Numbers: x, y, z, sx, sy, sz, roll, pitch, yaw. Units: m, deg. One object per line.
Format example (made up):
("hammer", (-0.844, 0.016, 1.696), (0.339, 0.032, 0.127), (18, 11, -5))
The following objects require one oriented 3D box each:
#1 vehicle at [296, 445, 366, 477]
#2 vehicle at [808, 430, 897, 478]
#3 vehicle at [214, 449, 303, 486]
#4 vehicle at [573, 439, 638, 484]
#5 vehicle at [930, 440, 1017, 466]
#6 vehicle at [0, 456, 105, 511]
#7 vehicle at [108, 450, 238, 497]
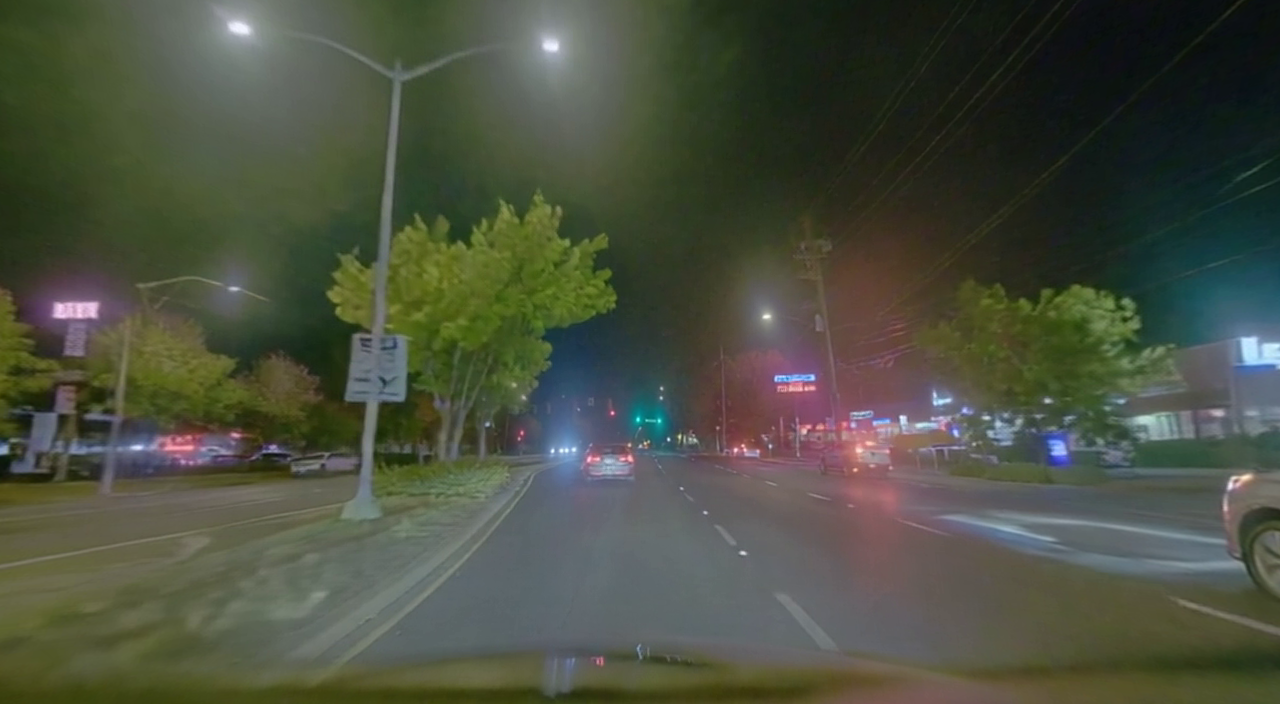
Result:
("vehicle", (-19.035, 6.730, 39.218), (2.027, 1.831, 4.644), (0, -8, -1))
("vehicle", (10.261, 4.950, 31.084), (2.266, 2.118, 5.742), (0, -8, -1))
("vehicle", (-19.332, 5.810, 32.258), (1.905, 1.698, 4.408), (0, -8, -2))
("vehicle", (-1.272, 3.949, 23.141), (2.185, 1.473, 3.925), (0, -8, -4))
("vehicle", (19.499, 5.881, 36.979), (4.212, 1.436, 1.919), (-6, -10, 34))
("vehicle", (-19.265, 3.925, 18.887), (2.083, 1.481, 5.103), (0, -8, 0))
("vehicle", (-19.112, 4.941, 26.168), (1.896, 1.620, 4.542), (-2, -8, 1))
